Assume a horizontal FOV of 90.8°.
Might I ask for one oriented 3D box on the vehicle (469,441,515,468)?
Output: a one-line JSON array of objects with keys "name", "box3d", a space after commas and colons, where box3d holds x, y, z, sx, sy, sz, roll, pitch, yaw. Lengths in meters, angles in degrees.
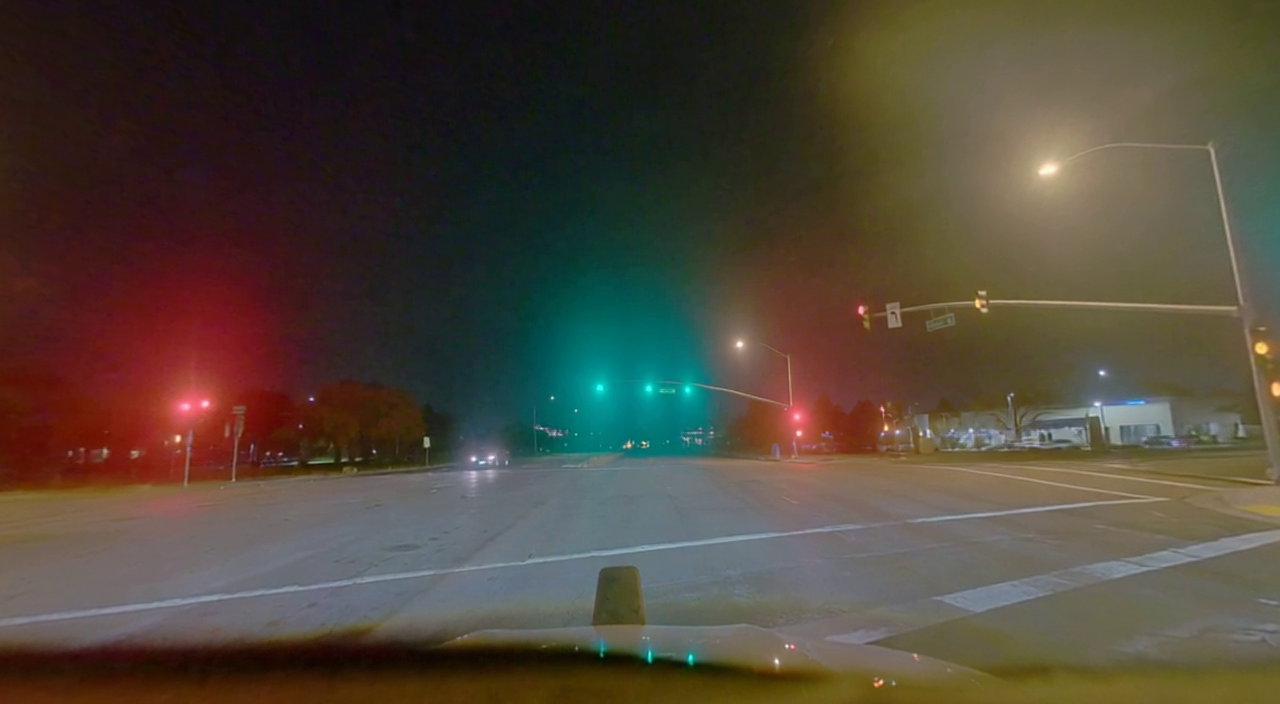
[{"name": "vehicle", "box3d": [-9.732, 6.773, 41.947, 1.988, 1.692, 4.412, 0, -8, 0]}]
